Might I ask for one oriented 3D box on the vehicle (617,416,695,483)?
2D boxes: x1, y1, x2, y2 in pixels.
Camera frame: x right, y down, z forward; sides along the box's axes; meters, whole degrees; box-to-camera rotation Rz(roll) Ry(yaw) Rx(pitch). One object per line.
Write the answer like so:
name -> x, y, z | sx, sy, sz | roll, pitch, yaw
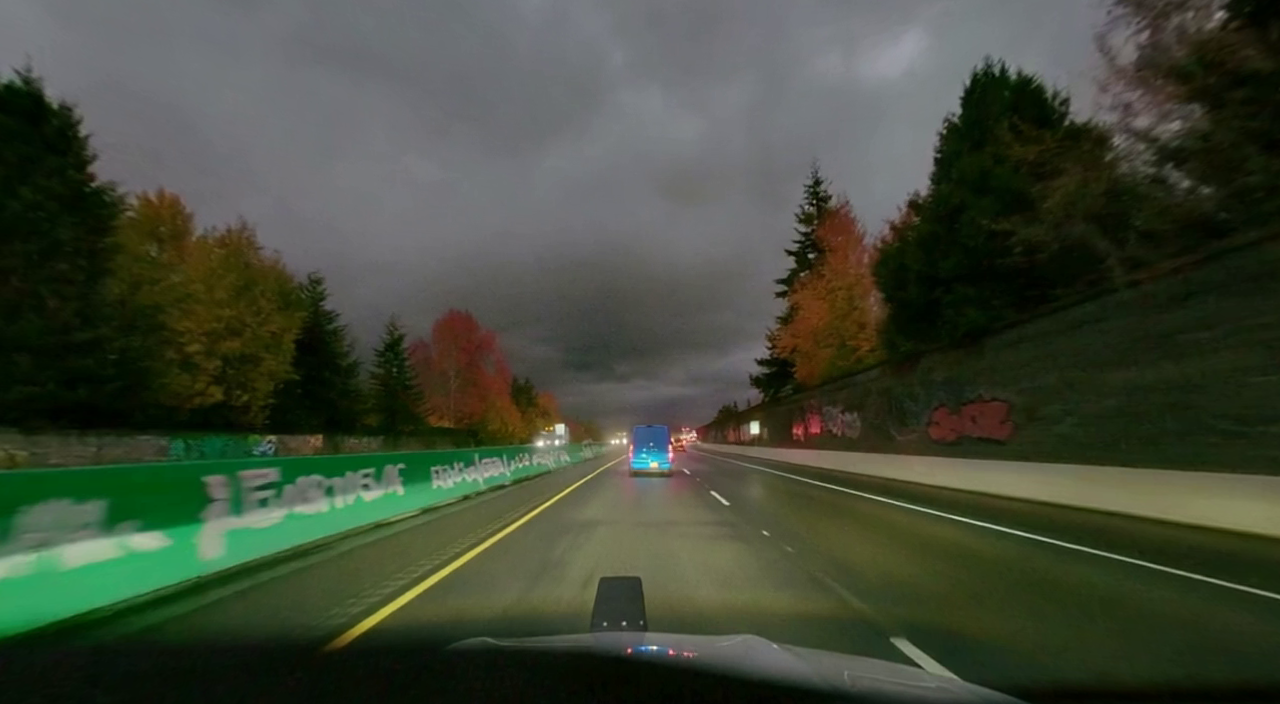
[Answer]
vehicle -> 0.472, 3.209, 20.795 | 2.283, 1.956, 4.421 | 0, -8, 0
